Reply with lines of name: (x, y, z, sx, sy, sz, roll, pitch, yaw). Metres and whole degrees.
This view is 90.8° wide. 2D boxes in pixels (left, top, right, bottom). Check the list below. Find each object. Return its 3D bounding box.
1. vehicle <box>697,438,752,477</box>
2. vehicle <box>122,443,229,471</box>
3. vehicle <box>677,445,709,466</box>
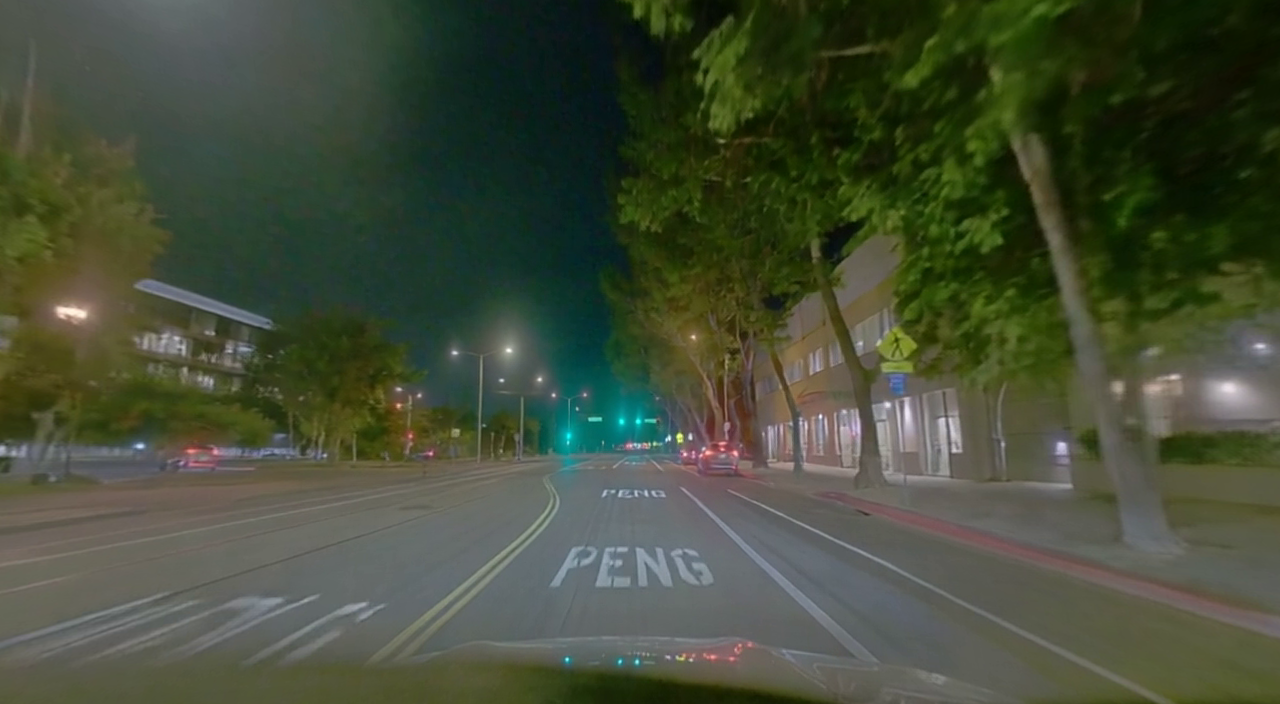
vehicle: (4.004, 5.091, 30.701, 1.957, 1.753, 4.413, 0, -8, -2)
vehicle: (-26.081, 5.914, 35.663, 4.402, 1.449, 1.880, 3, -7, -18)
vehicle: (4.025, 7.862, 48.265, 1.856, 1.462, 4.501, 1, -8, -3)
